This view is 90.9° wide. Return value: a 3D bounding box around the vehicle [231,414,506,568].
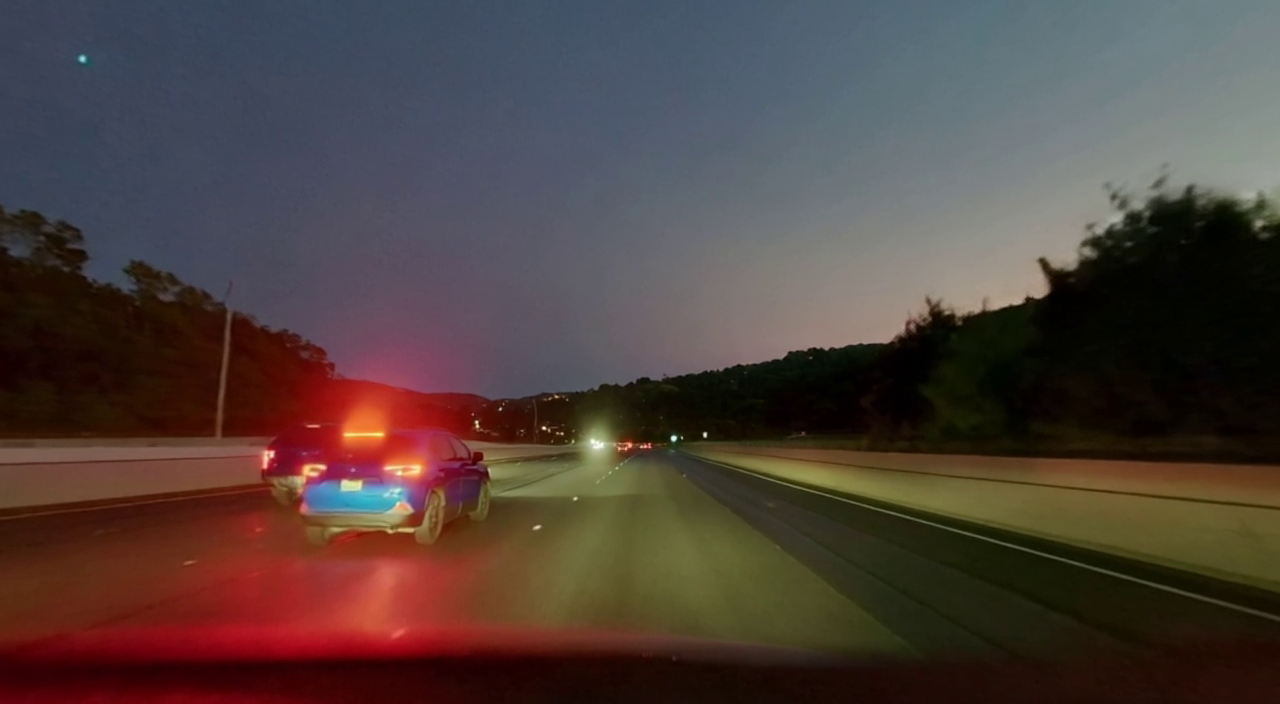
[{"bbox_3d":[-3.411,1.833,9.061,1.983,1.663,4.290,0,-9,1],"label":"vehicle"}]
